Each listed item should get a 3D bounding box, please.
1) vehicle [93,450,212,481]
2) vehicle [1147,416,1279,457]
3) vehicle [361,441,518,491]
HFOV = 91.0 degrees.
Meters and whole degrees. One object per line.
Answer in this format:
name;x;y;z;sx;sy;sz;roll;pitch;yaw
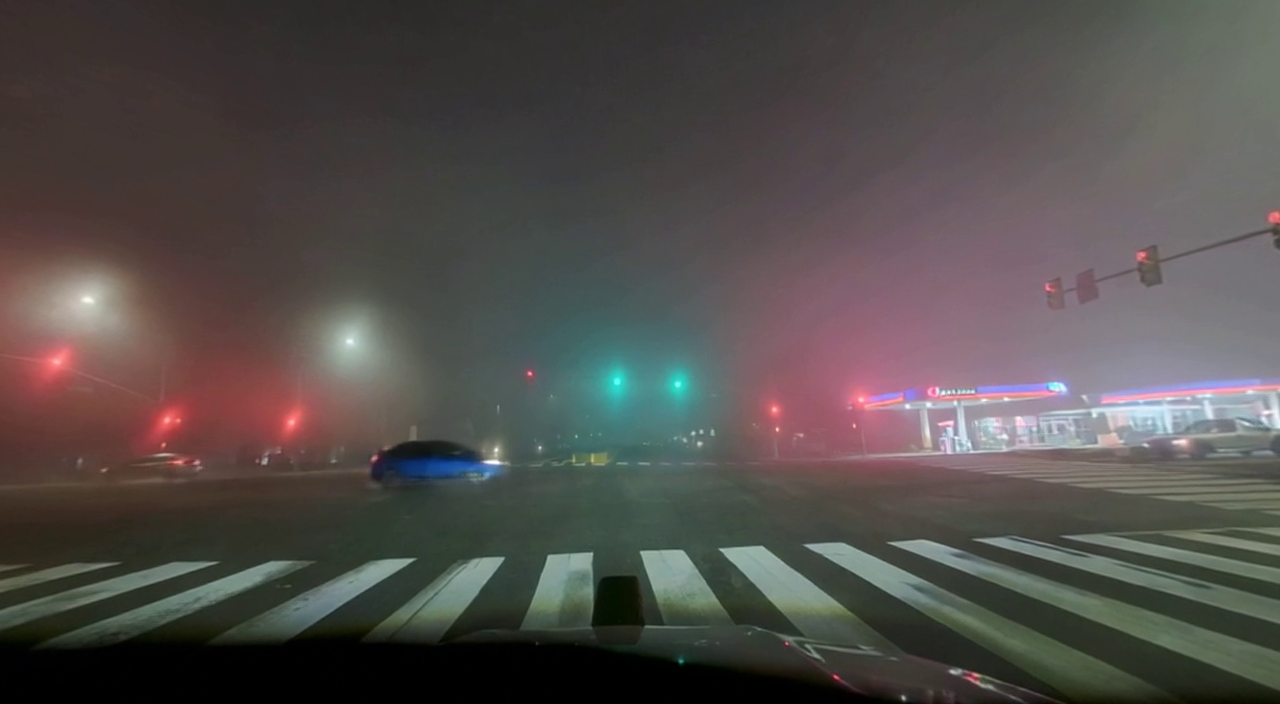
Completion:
vehicle;-30.999;7.220;40.131;5.789;1.893;2.169;-1;-8;3
vehicle;22.812;3.258;24.274;4.696;1.483;1.898;-1;-8;3
vehicle;-6.476;3.704;20.644;4.488;1.463;1.888;-2;-8;3
